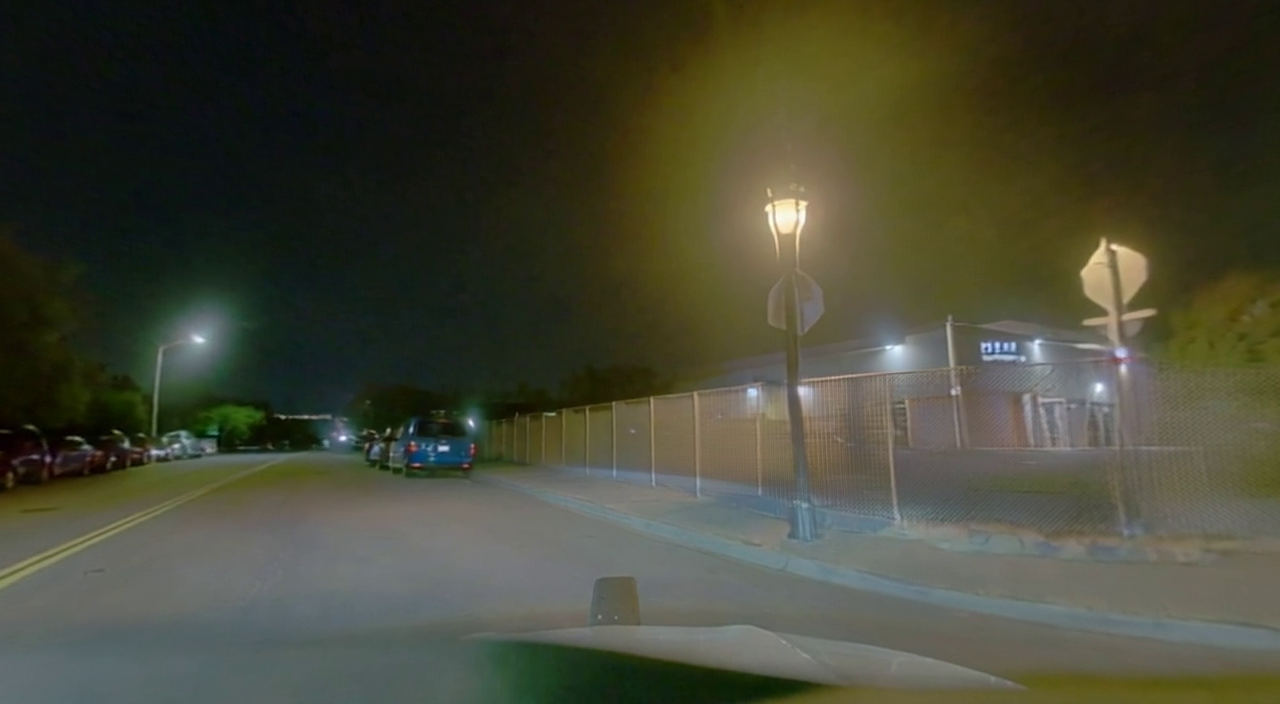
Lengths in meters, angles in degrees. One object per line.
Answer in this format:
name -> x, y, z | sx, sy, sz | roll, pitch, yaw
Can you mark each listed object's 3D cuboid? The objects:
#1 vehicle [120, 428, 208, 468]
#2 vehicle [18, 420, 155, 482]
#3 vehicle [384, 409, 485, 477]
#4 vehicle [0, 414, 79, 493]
vehicle -> -24.843, 5.028, 33.271 | 2.504, 1.919, 5.658 | 4, -9, -25
vehicle -> -19.984, 3.590, 23.194 | 2.304, 1.937, 5.720 | 2, -9, -26
vehicle -> -7.295, 3.161, 21.913 | 2.327, 2.021, 5.850 | 4, -9, -27
vehicle -> -17.133, 2.730, 17.007 | 1.857, 1.908, 4.081 | 4, -10, -26
